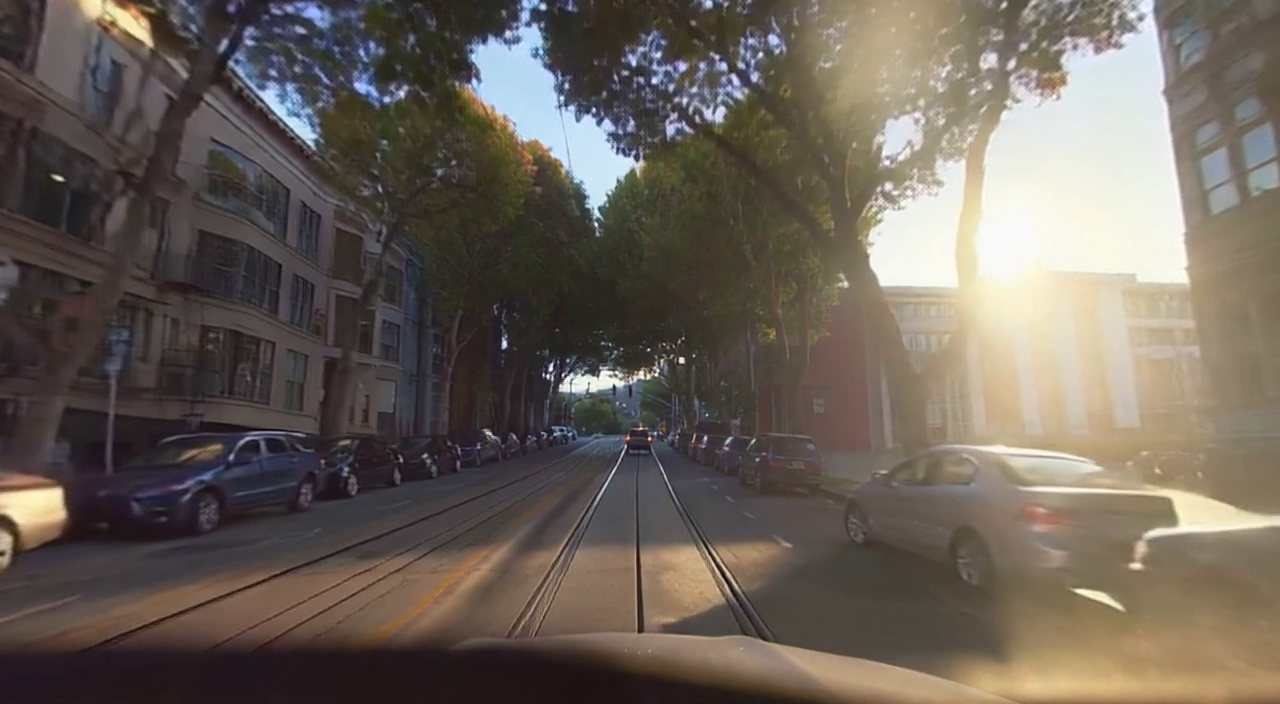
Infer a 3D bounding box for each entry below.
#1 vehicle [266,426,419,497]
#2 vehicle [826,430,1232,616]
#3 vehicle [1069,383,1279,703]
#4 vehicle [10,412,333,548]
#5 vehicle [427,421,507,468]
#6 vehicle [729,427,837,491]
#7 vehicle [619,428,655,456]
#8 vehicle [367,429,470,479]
[{"bbox_3d":[-7.342,2.816,16.174,1.756,1.492,4.426,2,-10,-1],"label":"vehicle"},{"bbox_3d":[3.798,1.708,7.270,1.838,1.475,4.163,0,-9,-3],"label":"vehicle"},{"bbox_3d":[3.935,0.896,2.182,1.929,1.723,4.134,0,-9,0],"label":"vehicle"},{"bbox_3d":[-7.352,1.995,10.720,1.861,1.751,4.550,1,-7,2],"label":"vehicle"},{"bbox_3d":[-7.305,4.024,27.330,2.049,1.821,5.066,0,-9,0],"label":"vehicle"},{"bbox_3d":[3.838,2.973,17.736,1.890,1.559,4.281,0,-9,-2],"label":"vehicle"},{"bbox_3d":[-0.199,5.236,36.605,1.984,1.571,3.404,0,-9,-1],"label":"vehicle"},{"bbox_3d":[-7.389,3.483,21.622,1.833,1.477,4.851,0,-9,-1],"label":"vehicle"}]
